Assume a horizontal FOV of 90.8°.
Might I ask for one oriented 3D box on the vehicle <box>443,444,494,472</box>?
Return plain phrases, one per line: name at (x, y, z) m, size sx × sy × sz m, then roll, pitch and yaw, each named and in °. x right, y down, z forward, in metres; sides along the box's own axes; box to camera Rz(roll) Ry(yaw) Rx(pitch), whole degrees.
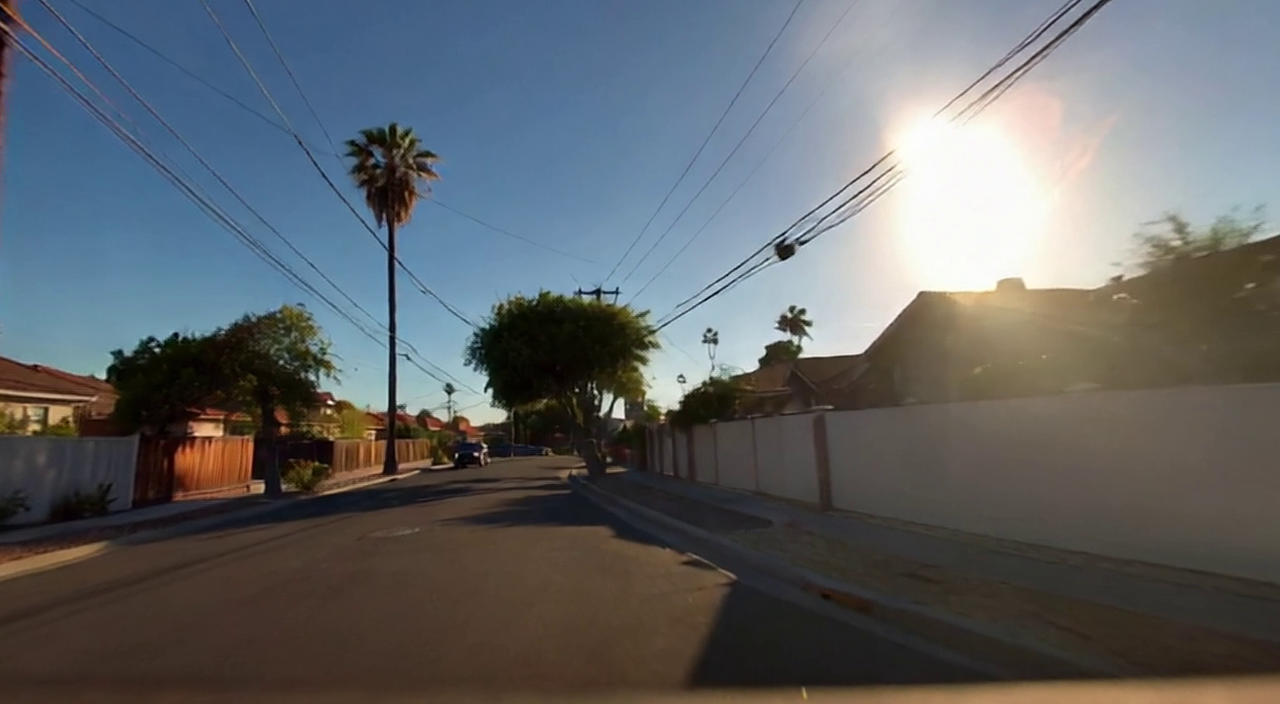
vehicle at (-11.302, 6.989, 41.957) m, size 2.208 × 1.758 × 4.529 m, roll 1°, pitch -9°, yaw -2°
